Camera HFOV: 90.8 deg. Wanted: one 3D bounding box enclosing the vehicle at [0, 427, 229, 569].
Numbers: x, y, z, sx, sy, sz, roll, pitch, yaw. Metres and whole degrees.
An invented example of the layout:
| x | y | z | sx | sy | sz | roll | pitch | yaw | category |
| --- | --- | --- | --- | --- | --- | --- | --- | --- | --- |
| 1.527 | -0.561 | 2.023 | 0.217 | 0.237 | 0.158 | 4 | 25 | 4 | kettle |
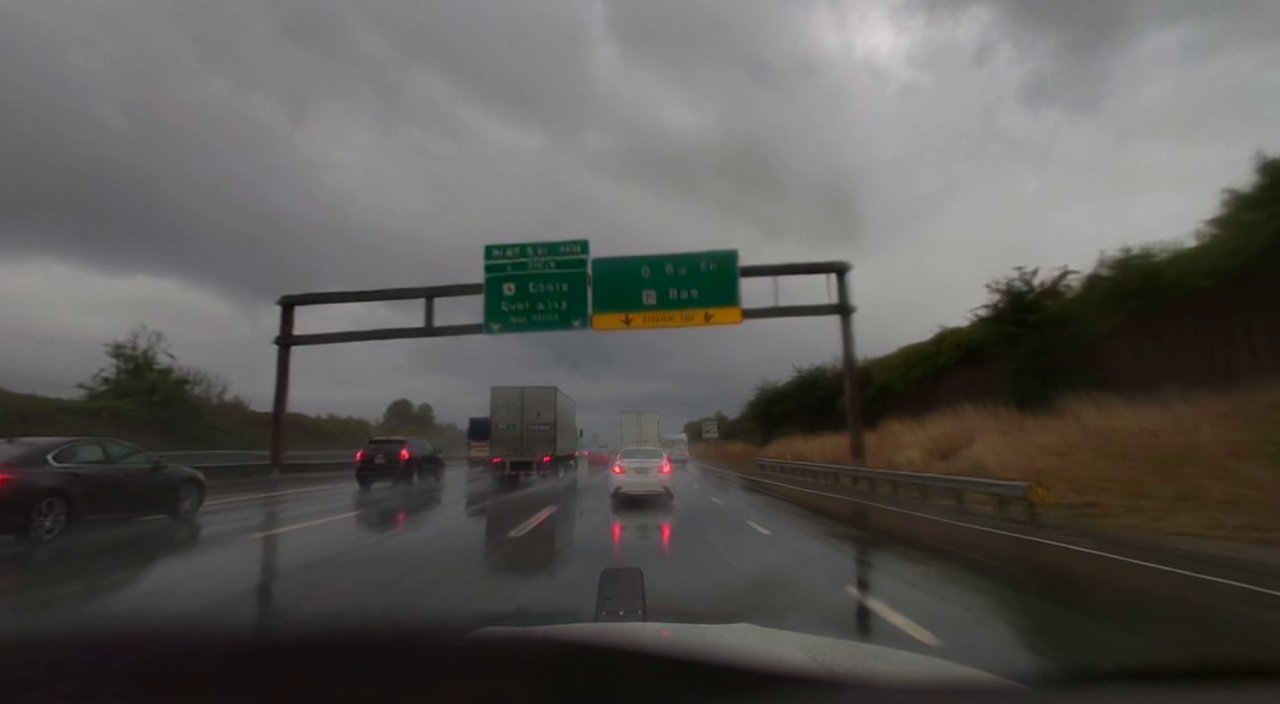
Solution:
| x | y | z | sx | sy | sz | roll | pitch | yaw | category |
| --- | --- | --- | --- | --- | --- | --- | --- | --- | --- |
| -7.880 | 1.800 | 8.221 | 1.879 | 1.521 | 4.623 | -1 | -9 | 1 | vehicle |

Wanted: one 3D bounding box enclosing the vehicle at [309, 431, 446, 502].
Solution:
| x | y | z | sx | sy | sz | roll | pitch | yaw | category |
| --- | --- | --- | --- | --- | --- | --- | --- | --- | --- |
| -7.289 | 3.215 | 18.090 | 1.952 | 1.746 | 4.332 | -1 | -9 | 1 | vehicle |

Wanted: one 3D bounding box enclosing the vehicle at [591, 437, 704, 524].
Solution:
| x | y | z | sx | sy | sz | roll | pitch | yaw | category |
| --- | --- | --- | --- | --- | --- | --- | --- | --- | --- |
| 0.092 | 2.546 | 12.951 | 1.995 | 1.495 | 3.380 | 0 | -9 | -1 | vehicle |

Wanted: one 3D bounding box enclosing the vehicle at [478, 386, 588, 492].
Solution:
| x | y | z | sx | sy | sz | roll | pitch | yaw | category |
| --- | --- | --- | --- | --- | --- | --- | --- | --- | --- |
| -3.729 | 3.321 | 23.884 | 2.812 | 3.342 | 7.248 | -1 | -9 | 1 | vehicle |
